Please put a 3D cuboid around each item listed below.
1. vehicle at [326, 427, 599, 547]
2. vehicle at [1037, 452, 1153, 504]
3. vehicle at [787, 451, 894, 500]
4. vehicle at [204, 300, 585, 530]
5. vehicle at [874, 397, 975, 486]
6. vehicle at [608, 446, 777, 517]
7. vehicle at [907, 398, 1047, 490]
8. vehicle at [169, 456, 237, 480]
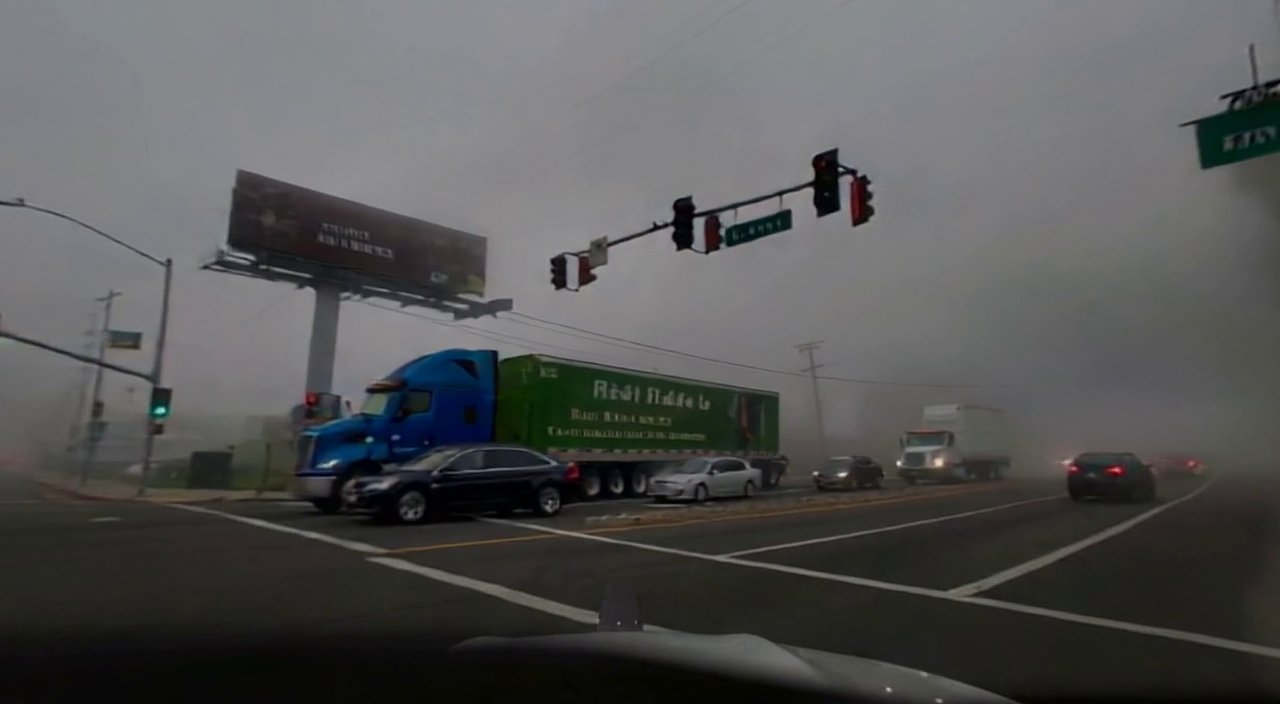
[{"bbox_3d":[-3.553,2.680,13.396,2.200,1.893,5.079,-12,-12,43],"label":"vehicle"},{"bbox_3d":[15.091,4.057,20.856,5.114,1.492,2.040,8,-12,-43],"label":"vehicle"},{"bbox_3d":[7.818,4.710,24.438,4.443,1.512,1.919,5,-12,-44],"label":"vehicle"},{"bbox_3d":[-5.541,1.753,15.912,8.167,4.352,3.029,9,-13,-44],"label":"vehicle"},{"bbox_3d":[13.624,4.288,30.335,3.372,3.903,3.027,7,-12,-42],"label":"vehicle"},{"bbox_3d":[1.623,3.610,18.095,4.958,1.510,1.949,5,-12,-44],"label":"vehicle"},{"bbox_3d":[17.921,4.763,33.300,9.012,4.193,3.434,6,-11,-43],"label":"vehicle"},{"bbox_3d":[-33.157,8.756,48.010,3.909,1.655,1.754,8,-12,-42],"label":"vehicle"}]
